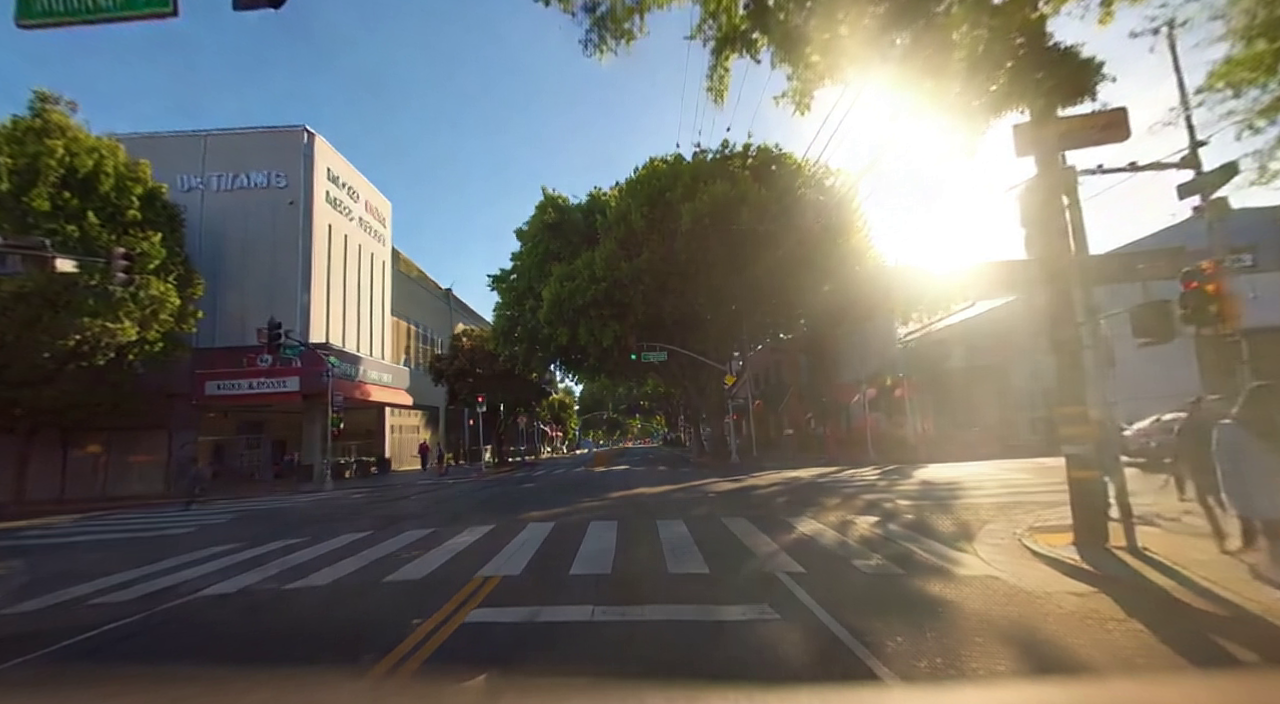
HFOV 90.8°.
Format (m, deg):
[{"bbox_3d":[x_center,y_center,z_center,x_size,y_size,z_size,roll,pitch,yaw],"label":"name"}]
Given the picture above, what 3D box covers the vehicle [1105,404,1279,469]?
[{"bbox_3d":[14.477,2.077,15.490,4.632,1.484,1.907,0,-8,-2],"label":"vehicle"}]
